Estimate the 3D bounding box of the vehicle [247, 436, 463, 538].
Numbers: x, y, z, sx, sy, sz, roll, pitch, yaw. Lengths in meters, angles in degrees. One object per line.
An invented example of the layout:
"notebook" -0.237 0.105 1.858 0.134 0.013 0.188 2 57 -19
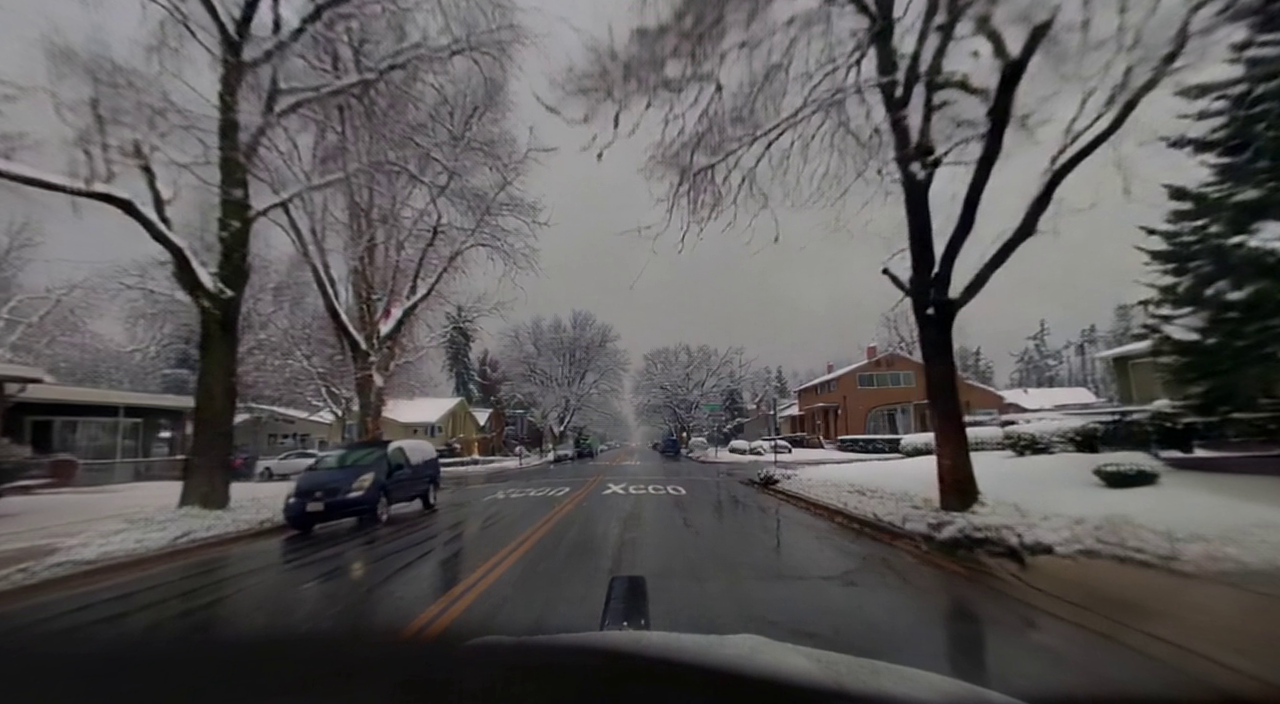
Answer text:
"vehicle" -5.096 2.441 12.148 2.038 1.571 4.524 0 -8 0
